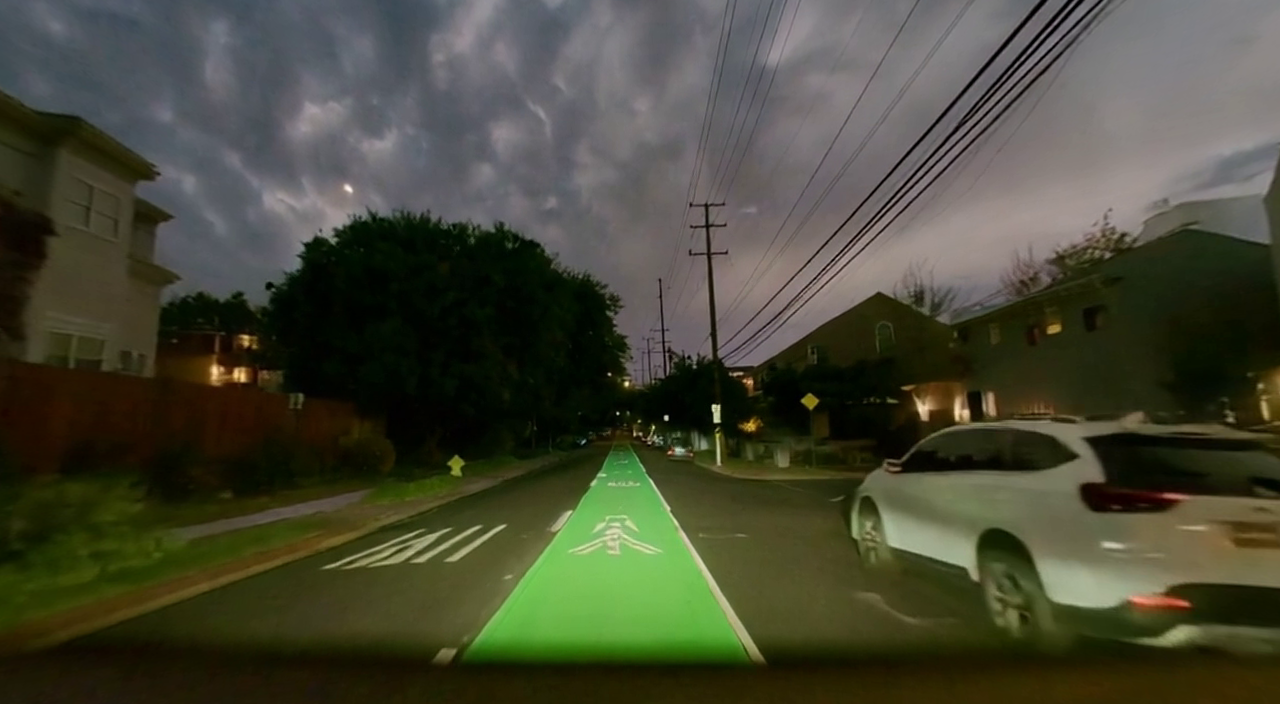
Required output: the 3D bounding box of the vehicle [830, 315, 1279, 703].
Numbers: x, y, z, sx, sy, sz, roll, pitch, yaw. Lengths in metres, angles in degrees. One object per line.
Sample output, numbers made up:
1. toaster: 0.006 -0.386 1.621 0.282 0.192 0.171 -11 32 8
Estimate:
1. vehicle: 3.389 1.273 5.049 2.054 1.879 4.717 3 -12 -3
